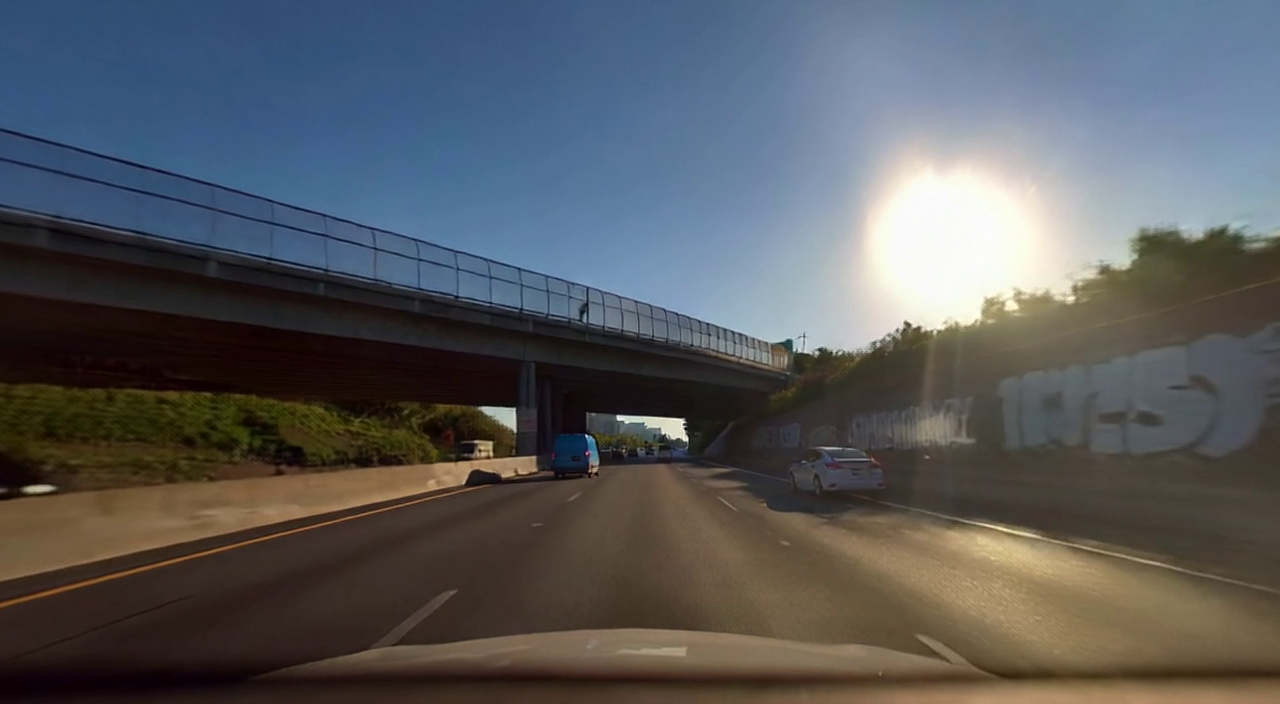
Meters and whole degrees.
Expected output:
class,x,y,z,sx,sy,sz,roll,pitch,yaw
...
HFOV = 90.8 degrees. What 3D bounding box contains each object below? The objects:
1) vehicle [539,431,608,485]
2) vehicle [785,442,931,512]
class,x,y,z,sx,sy,sz,roll,pitch,yaw
vehicle,-2.669,4.441,26.749,2.310,2.030,5.094,0,-9,1
vehicle,5.237,3.043,15.942,1.972,1.492,4.623,0,-9,-1
